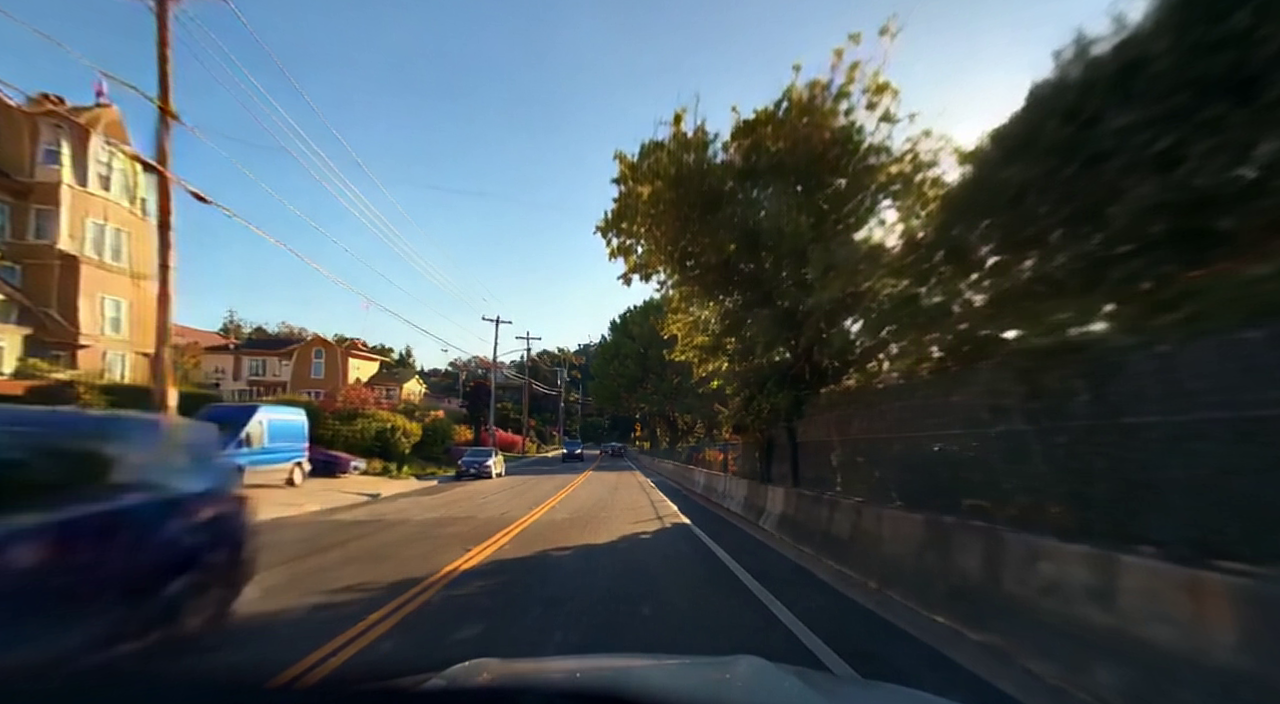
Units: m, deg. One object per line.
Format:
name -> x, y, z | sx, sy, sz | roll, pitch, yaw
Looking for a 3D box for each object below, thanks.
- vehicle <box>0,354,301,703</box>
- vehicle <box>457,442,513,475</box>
vehicle -> -3.657, 0.863, 2.543 | 2.103, 1.690, 4.508 | 0, -8, -1
vehicle -> -7.804, 5.410, 32.257 | 1.863, 1.522, 4.901 | 0, -9, -3
